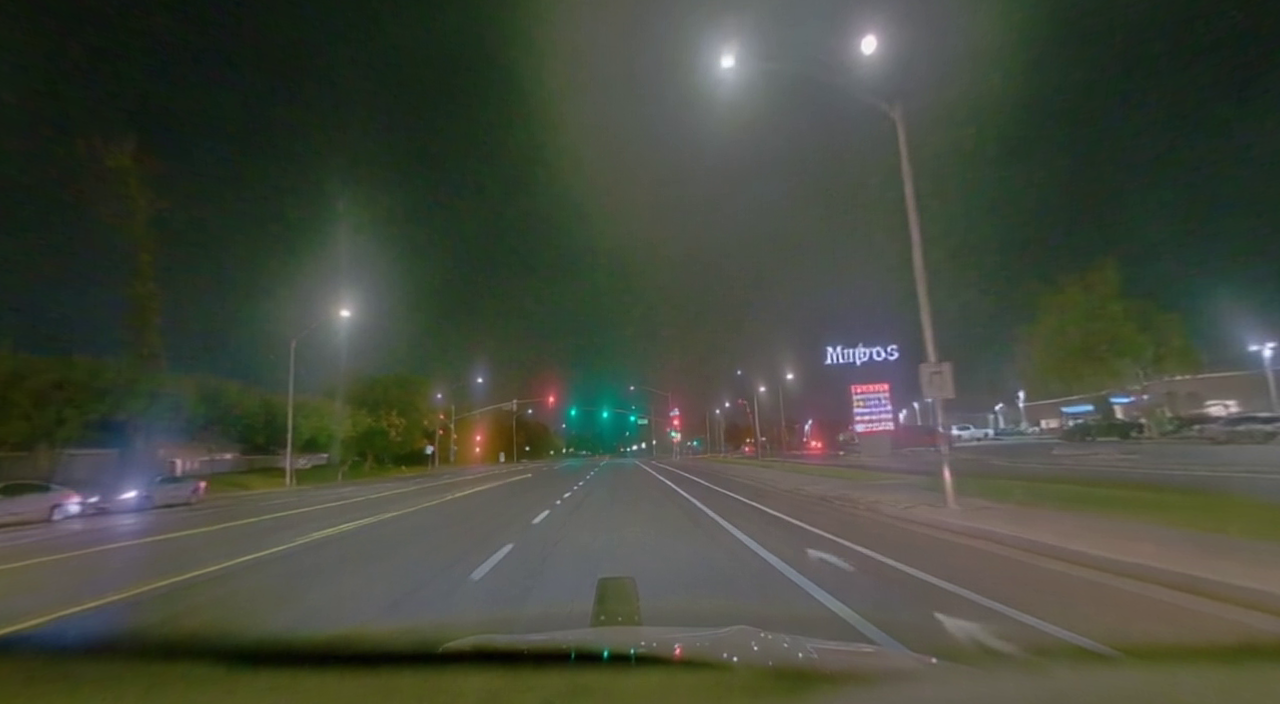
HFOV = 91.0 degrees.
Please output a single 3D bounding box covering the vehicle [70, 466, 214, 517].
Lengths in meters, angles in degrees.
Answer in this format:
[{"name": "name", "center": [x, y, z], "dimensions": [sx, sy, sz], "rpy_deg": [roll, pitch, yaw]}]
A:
[{"name": "vehicle", "center": [-18.178, 5.068, 23.314], "dimensions": [1.869, 1.541, 4.354], "rpy_deg": [0, -9, -2]}]
